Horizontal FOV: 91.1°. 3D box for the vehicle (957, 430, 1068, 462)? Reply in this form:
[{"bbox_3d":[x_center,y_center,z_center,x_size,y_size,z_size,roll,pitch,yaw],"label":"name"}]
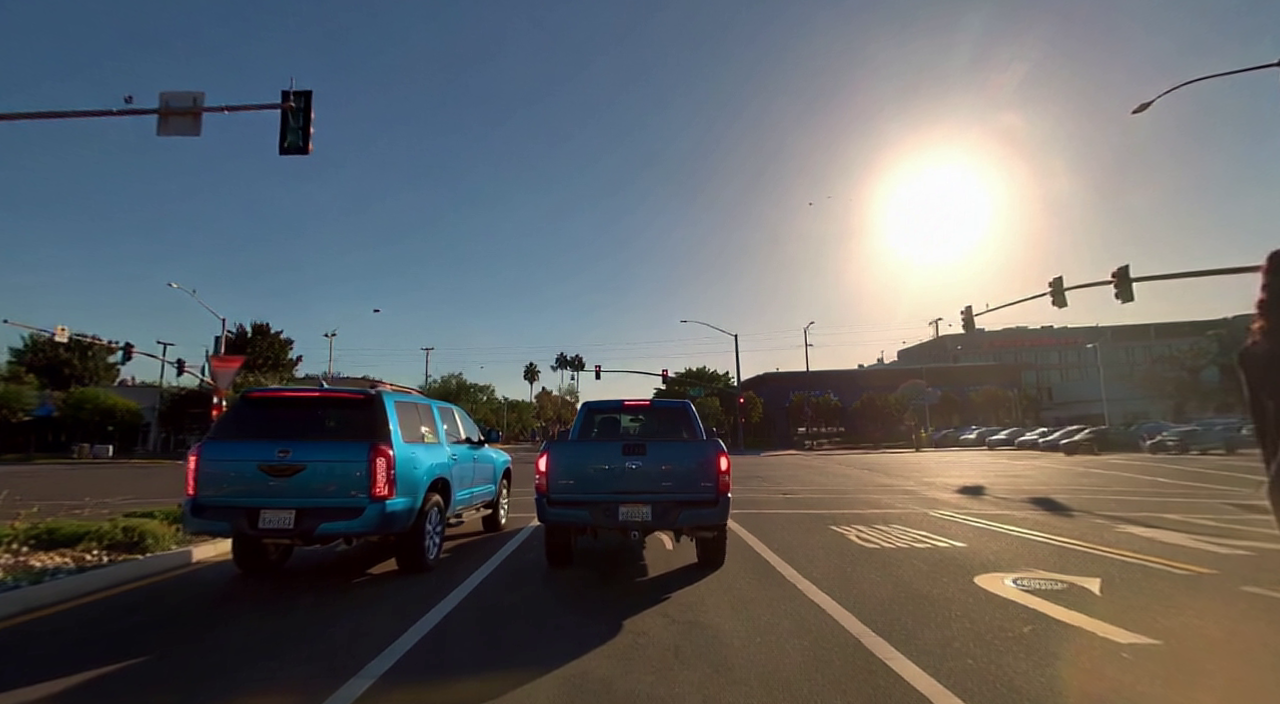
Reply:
[{"bbox_3d":[19.310,4.894,32.669,4.624,1.601,1.871,0,-8,-3],"label":"vehicle"}]

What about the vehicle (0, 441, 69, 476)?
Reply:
[{"bbox_3d":[-32.183,5.377,31.768,4.406,1.682,2.040,0,-8,-1],"label":"vehicle"}]

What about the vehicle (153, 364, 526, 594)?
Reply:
[{"bbox_3d":[-2.961,1.412,7.772,2.220,1.926,4.870,0,-8,-1],"label":"vehicle"}]

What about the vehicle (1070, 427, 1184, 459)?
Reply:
[{"bbox_3d":[27.941,5.239,36.118,4.849,1.759,2.041,0,-8,-3],"label":"vehicle"}]

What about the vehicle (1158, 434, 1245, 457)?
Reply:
[{"bbox_3d":[38.752,6.461,43.381,4.396,1.479,1.778,0,-8,-3],"label":"vehicle"}]

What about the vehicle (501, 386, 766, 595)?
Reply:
[{"bbox_3d":[-0.083,1.498,7.664,2.204,1.738,4.690,0,-8,-1],"label":"vehicle"}]
